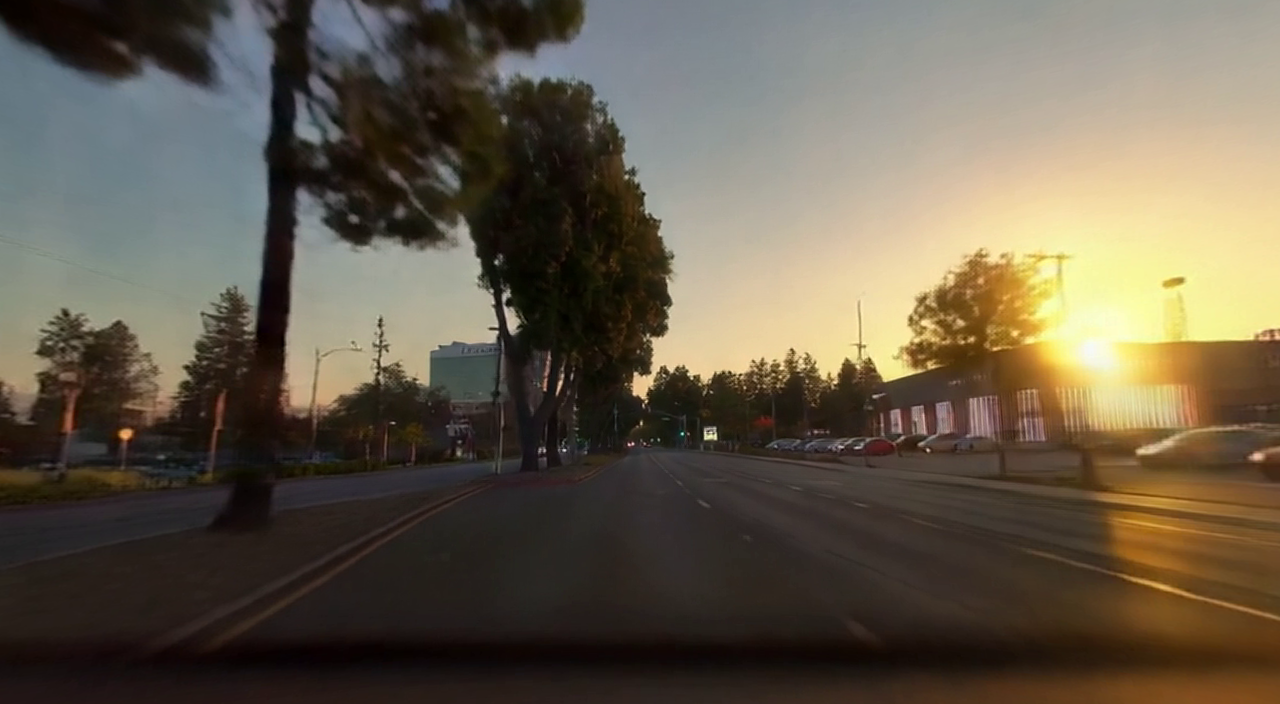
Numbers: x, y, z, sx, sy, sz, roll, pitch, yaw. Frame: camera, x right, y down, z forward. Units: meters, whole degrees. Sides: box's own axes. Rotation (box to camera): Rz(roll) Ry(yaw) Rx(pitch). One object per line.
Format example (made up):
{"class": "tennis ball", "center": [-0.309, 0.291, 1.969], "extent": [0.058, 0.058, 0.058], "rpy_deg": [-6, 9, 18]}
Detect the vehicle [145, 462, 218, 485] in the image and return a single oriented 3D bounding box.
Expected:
{"class": "vehicle", "center": [-29.707, 7.850, 40.985], "extent": [3.380, 1.342, 1.686], "rpy_deg": [-1, -9, 1]}

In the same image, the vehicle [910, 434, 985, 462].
{"class": "vehicle", "center": [19.622, 6.159, 40.545], "extent": [1.995, 1.673, 4.725], "rpy_deg": [0, -9, -6]}

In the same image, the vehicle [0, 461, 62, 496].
{"class": "vehicle", "center": [-30.376, 6.195, 30.859], "extent": [3.651, 1.502, 1.657], "rpy_deg": [-6, -10, 23]}

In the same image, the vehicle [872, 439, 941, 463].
{"class": "vehicle", "center": [17.107, 6.379, 40.851], "extent": [1.974, 1.446, 4.614], "rpy_deg": [1, -8, -8]}

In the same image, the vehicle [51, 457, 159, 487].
{"class": "vehicle", "center": [-30.461, 6.818, 36.070], "extent": [4.446, 1.576, 1.838], "rpy_deg": [0, -8, 0]}

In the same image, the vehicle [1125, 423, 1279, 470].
{"class": "vehicle", "center": [21.049, 3.500, 23.457], "extent": [2.048, 1.559, 4.758], "rpy_deg": [1, -8, -4]}
